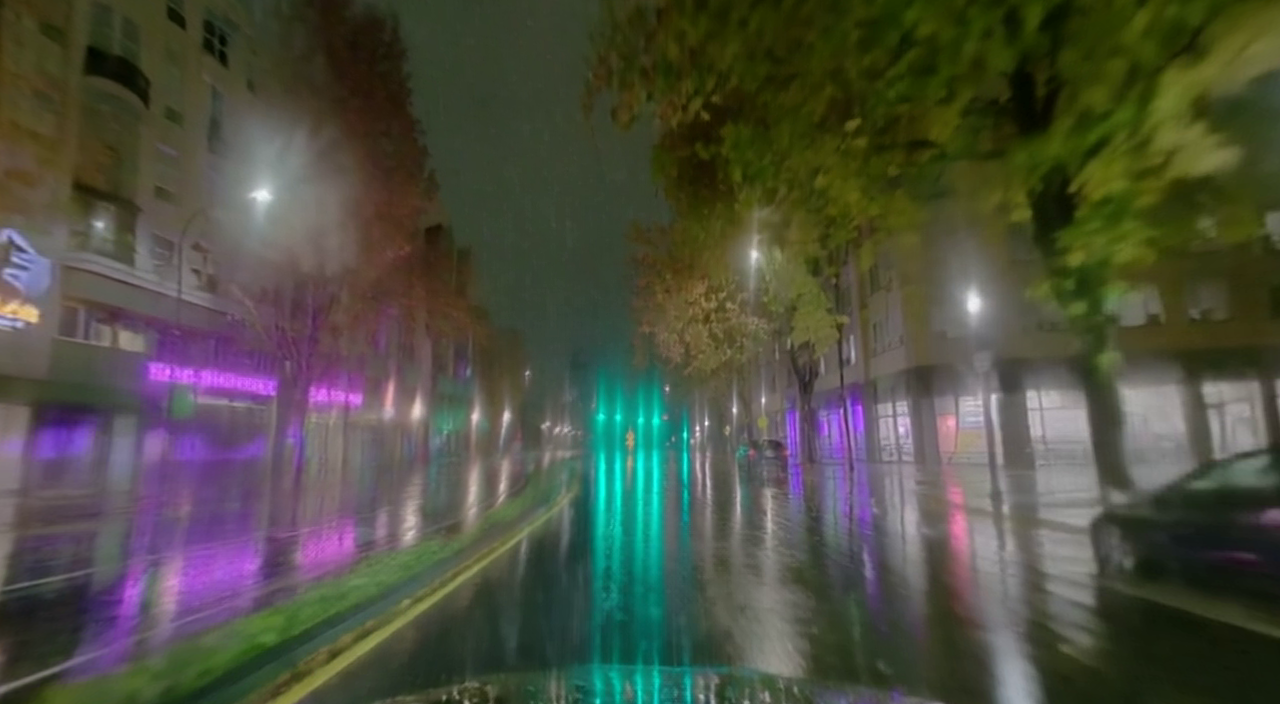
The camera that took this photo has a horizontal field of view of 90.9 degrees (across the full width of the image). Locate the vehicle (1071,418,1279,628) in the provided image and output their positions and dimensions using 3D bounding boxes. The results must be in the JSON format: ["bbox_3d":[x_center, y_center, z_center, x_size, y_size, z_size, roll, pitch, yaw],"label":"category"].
[{"bbox_3d":[5.787,1.229,4.385,2.088,1.543,4.964,0,-8,1],"label":"vehicle"}]

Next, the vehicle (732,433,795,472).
[{"bbox_3d":[6.412,5.279,33.324,2.112,1.894,4.910,0,-8,-3],"label":"vehicle"}]
